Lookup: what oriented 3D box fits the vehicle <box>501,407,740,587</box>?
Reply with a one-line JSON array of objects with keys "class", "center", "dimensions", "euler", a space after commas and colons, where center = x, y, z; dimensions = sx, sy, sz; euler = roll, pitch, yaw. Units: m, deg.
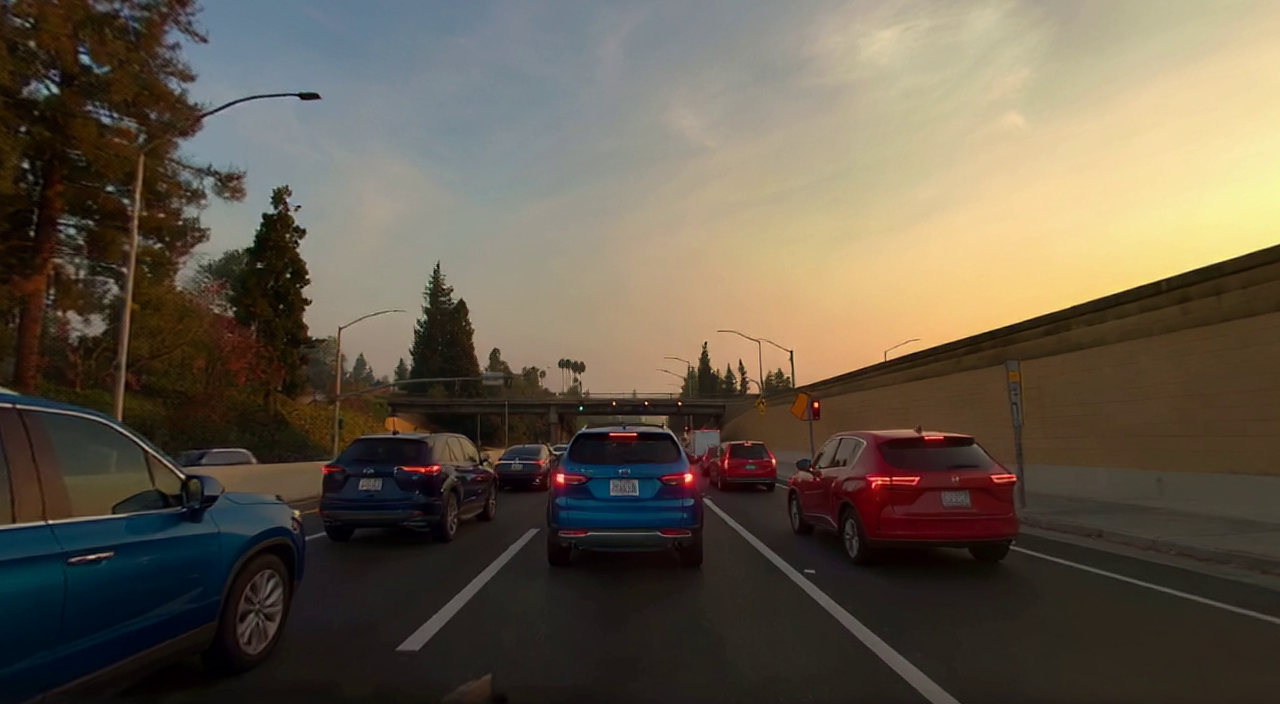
[{"class": "vehicle", "center": [-0.155, 1.659, 7.974], "dimensions": [2.245, 1.677, 3.913], "euler": [0, -8, 1]}]

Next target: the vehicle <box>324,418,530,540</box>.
[{"class": "vehicle", "center": [-3.502, 2.183, 11.530], "dimensions": [2.067, 1.759, 4.631], "euler": [0, -8, 1]}]

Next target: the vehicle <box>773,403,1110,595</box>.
[{"class": "vehicle", "center": [3.142, 1.620, 7.819], "dimensions": [2.029, 1.702, 4.281], "euler": [0, -8, 0]}]

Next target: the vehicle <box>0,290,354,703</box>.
[{"class": "vehicle", "center": [-3.515, 0.827, 3.118], "dimensions": [2.070, 1.913, 4.450], "euler": [0, -8, 0]}]
